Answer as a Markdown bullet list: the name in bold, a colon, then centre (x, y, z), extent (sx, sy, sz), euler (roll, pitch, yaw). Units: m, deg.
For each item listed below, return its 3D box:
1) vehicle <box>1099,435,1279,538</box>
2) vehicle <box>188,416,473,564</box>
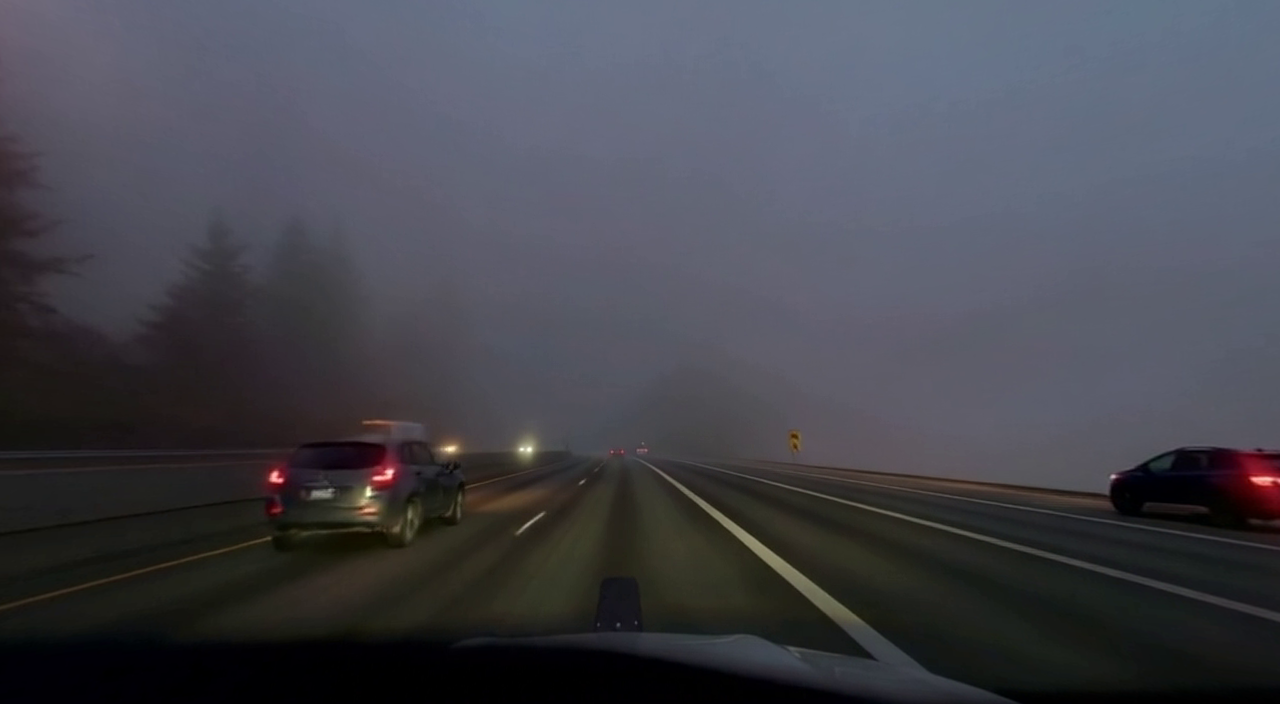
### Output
- **vehicle**: centre (10.081, 2.158, 10.467), extent (1.853, 1.463, 3.780), euler (0, -9, -1)
- **vehicle**: centre (-3.956, 1.836, 8.945), extent (2.071, 1.615, 3.868), euler (0, -9, 0)
